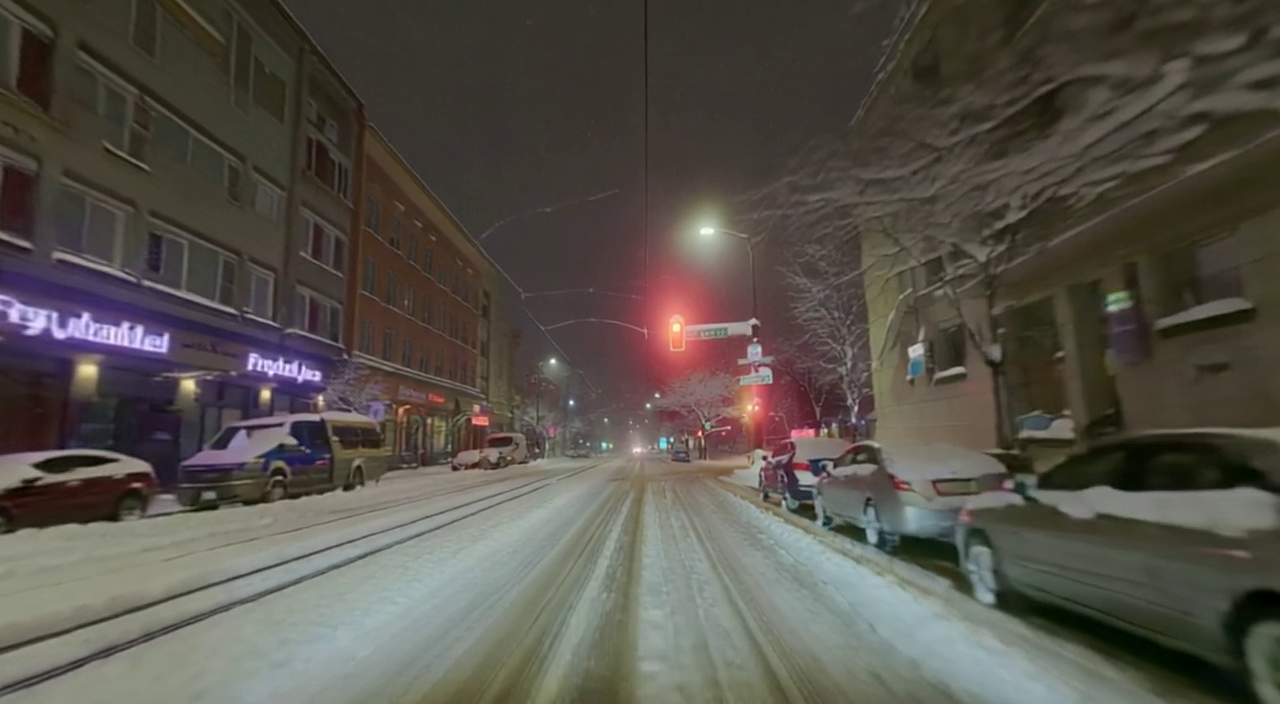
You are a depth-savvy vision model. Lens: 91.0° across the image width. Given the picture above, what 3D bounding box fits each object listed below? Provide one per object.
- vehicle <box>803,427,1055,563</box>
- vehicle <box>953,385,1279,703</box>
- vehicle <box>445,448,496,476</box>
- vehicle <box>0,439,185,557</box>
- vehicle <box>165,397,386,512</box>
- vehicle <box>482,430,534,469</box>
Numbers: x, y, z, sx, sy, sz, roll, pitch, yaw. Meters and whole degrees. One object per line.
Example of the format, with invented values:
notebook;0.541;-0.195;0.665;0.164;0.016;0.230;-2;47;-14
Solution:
vehicle;3.786;1.913;9.213;1.752;1.510;4.191;0;-8;1
vehicle;3.676;1.040;3.552;1.815;1.537;3.799;0;-9;0
vehicle;-9.719;6.328;36.410;1.897;1.464;4.209;0;-8;-2
vehicle;-10.012;2.255;10.229;1.837;1.668;4.354;-1;-8;2
vehicle;-10.059;2.942;18.369;2.291;2.745;6.492;-1;-9;2
vehicle;-10.028;7.493;48.633;2.378;2.765;7.920;0;-8;0
